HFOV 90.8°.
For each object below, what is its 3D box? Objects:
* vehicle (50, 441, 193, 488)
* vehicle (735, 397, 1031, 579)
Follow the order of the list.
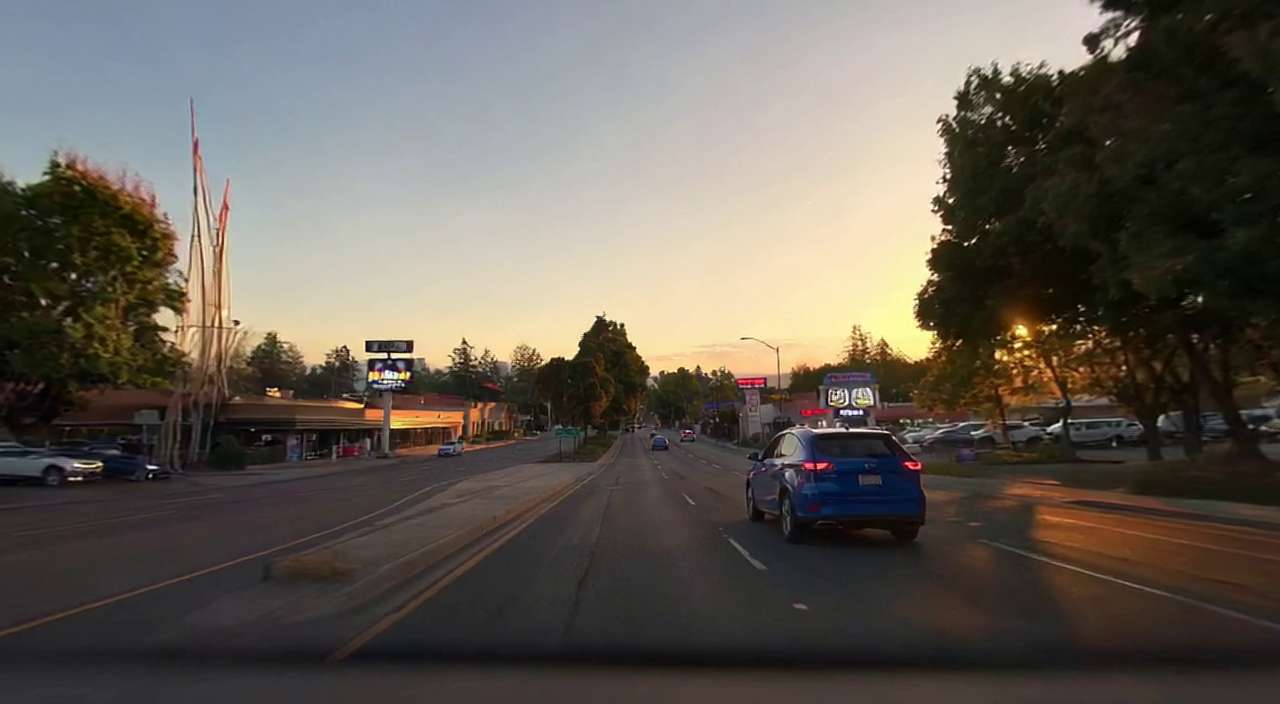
[{"bbox_3d":[-24.344,5.306,30.068,2.217,1.901,5.780,-2,-9,-4],"label":"vehicle"},{"bbox_3d":[2.770,1.694,8.650,2.130,1.790,4.615,0,-9,-1],"label":"vehicle"}]
